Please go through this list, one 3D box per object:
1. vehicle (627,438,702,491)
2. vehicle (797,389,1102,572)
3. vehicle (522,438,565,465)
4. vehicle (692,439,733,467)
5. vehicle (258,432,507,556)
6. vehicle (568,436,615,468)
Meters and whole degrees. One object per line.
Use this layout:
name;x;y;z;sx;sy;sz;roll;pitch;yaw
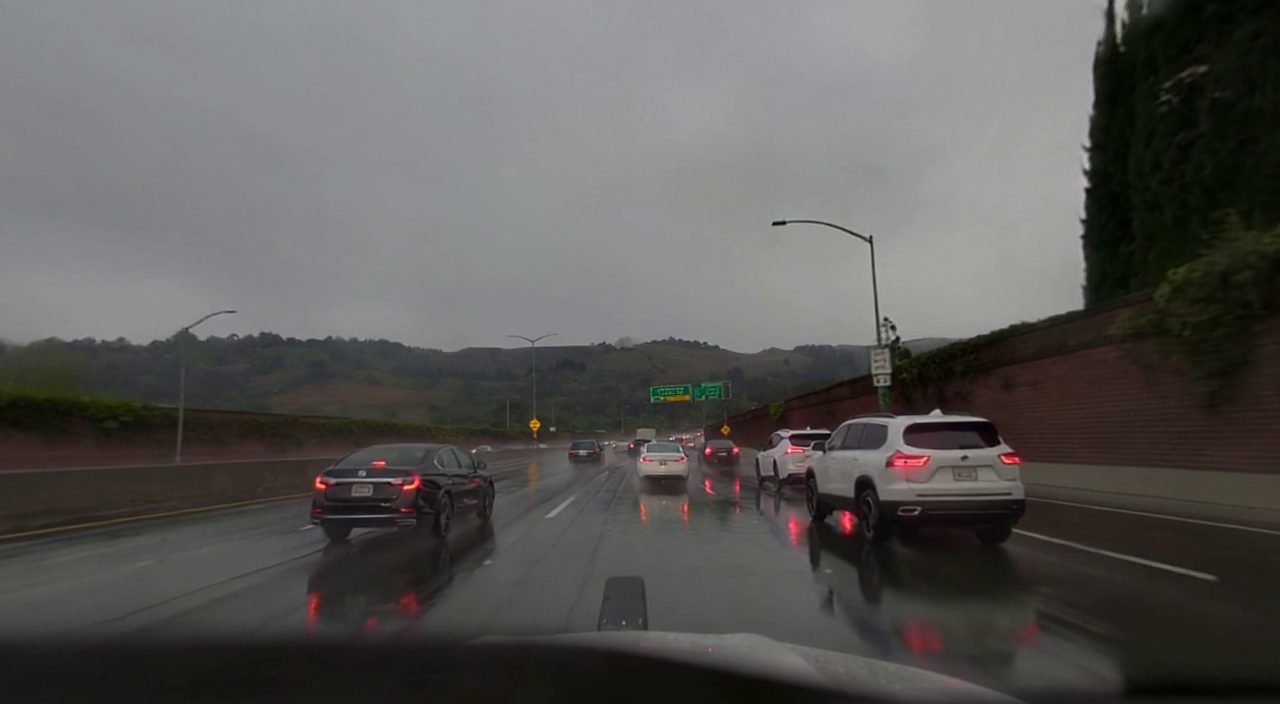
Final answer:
vehicle;0.708;3.449;19.762;2.105;1.471;3.978;0;-8;0
vehicle;3.664;1.605;8.593;1.930;1.831;4.344;0;-8;0
vehicle;-6.695;6.939;44.161;2.055;1.751;4.825;0;-8;3
vehicle;4.091;5.747;36.138;1.855;1.513;3.915;0;-8;0
vehicle;-3.523;2.008;9.717;1.961;1.456;4.362;0;-8;1
vehicle;-2.779;5.874;37.236;2.154;1.793;4.736;0;-8;3
